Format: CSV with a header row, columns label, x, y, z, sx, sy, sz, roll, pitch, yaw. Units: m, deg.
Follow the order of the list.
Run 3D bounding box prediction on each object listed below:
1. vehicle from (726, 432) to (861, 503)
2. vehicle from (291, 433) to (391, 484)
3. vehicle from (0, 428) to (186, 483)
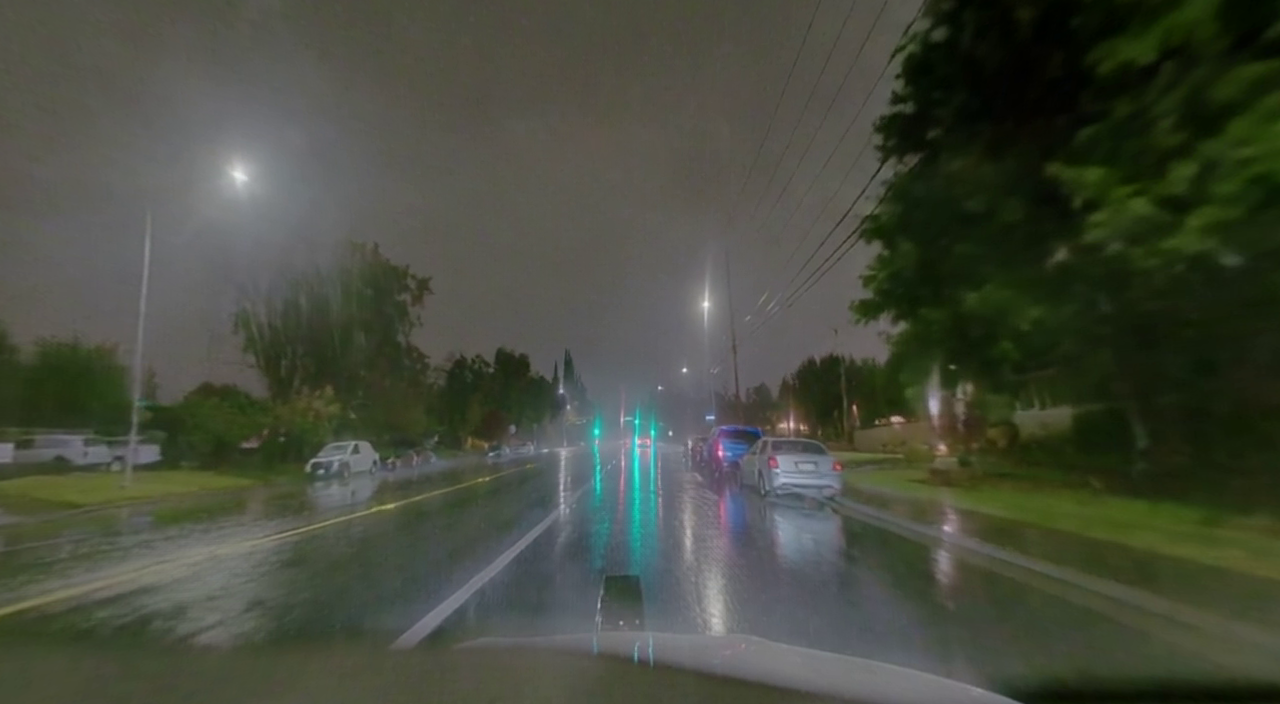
label,x,y,z,sx,sy,sz,roll,pitch,yaw
vehicle,3.564,2.794,15.798,1.911,1.471,5.151,0,-8,-2
vehicle,-13.867,4.952,29.781,2.155,1.991,5.722,-3,-8,-2
vehicle,-21.940,4.086,25.027,6.230,1.991,2.456,-1,-8,7
